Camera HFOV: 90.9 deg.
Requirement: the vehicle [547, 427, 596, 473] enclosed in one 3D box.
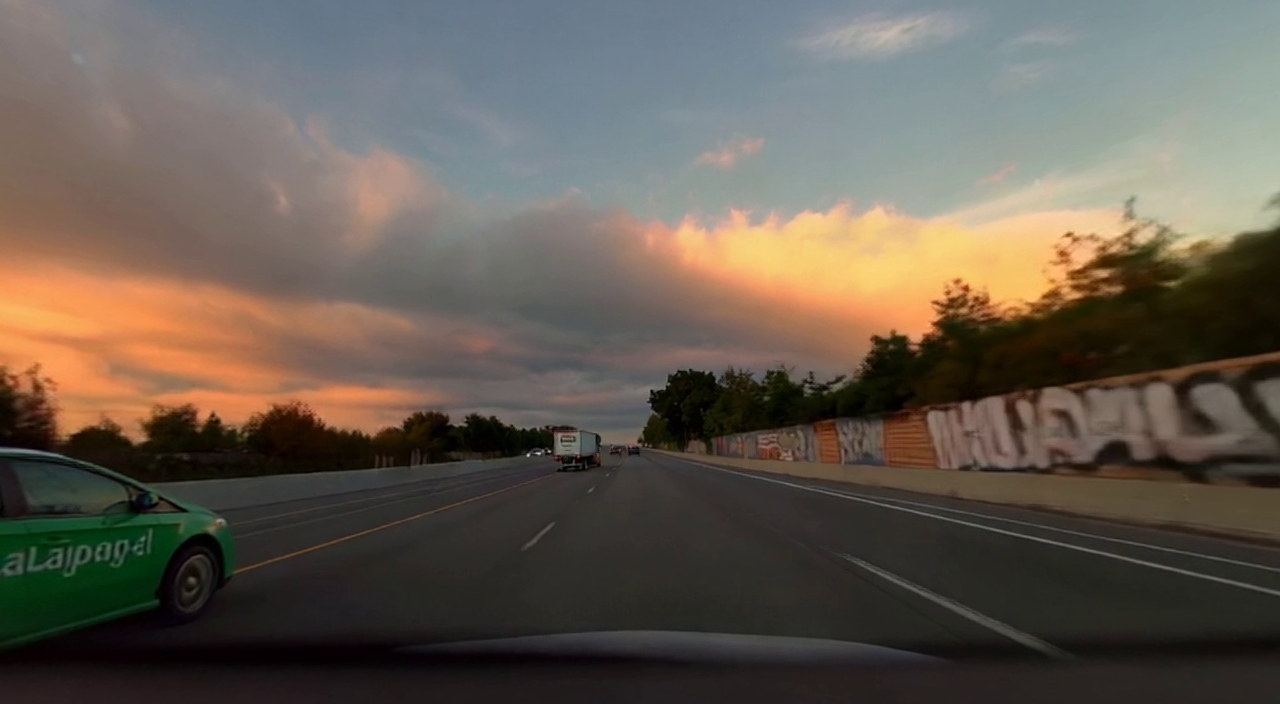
[{"bbox_3d":[-3.986,5.820,37.476,2.305,2.517,5.486,0,-9,0],"label":"vehicle"}]
